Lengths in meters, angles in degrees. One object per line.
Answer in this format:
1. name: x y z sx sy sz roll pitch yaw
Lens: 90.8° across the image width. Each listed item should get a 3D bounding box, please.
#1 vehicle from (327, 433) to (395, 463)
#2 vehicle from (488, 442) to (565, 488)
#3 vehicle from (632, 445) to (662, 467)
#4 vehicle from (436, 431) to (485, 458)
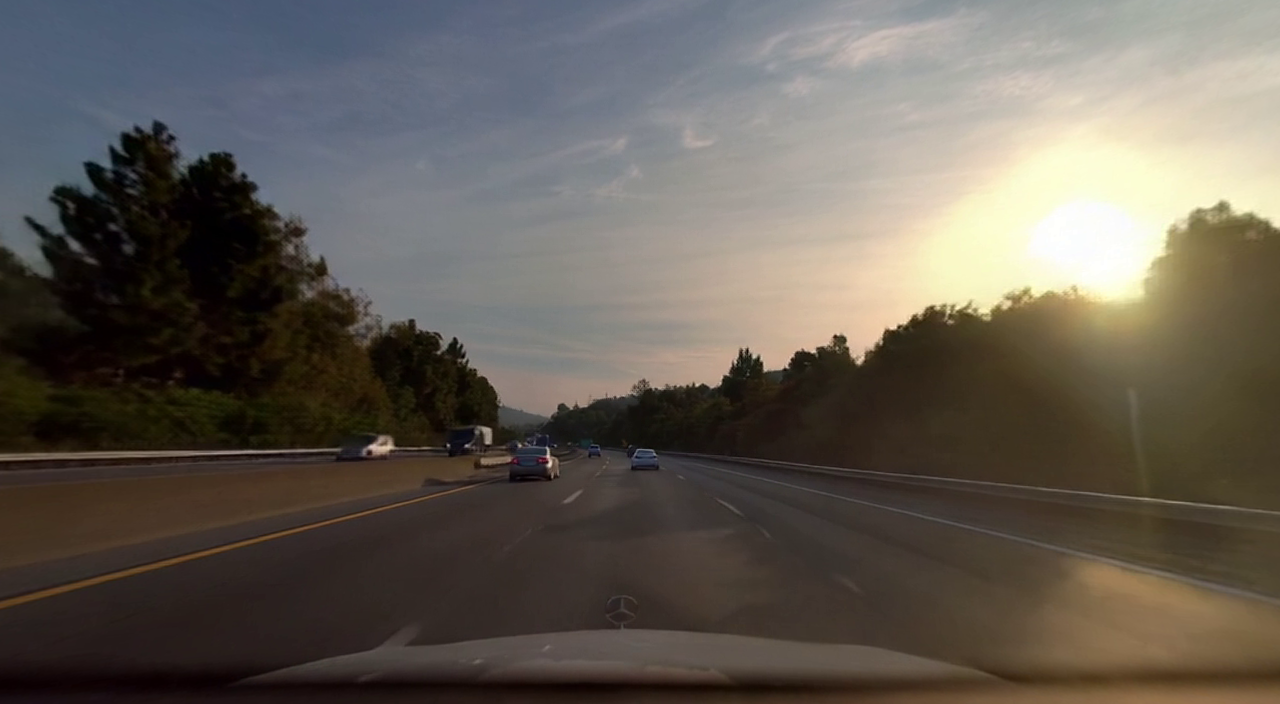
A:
1. vehicle: -14.379 4.991 32.767 1.874 1.451 3.737 0 -9 -1
2. vehicle: -4.058 4.113 23.347 2.054 1.500 4.469 0 -9 0
3. vehicle: 0.449 7.421 45.204 2.008 1.499 3.192 0 -9 -2
4. vehicle: -13.377 6.944 47.265 2.240 1.873 4.906 0 -9 -1
